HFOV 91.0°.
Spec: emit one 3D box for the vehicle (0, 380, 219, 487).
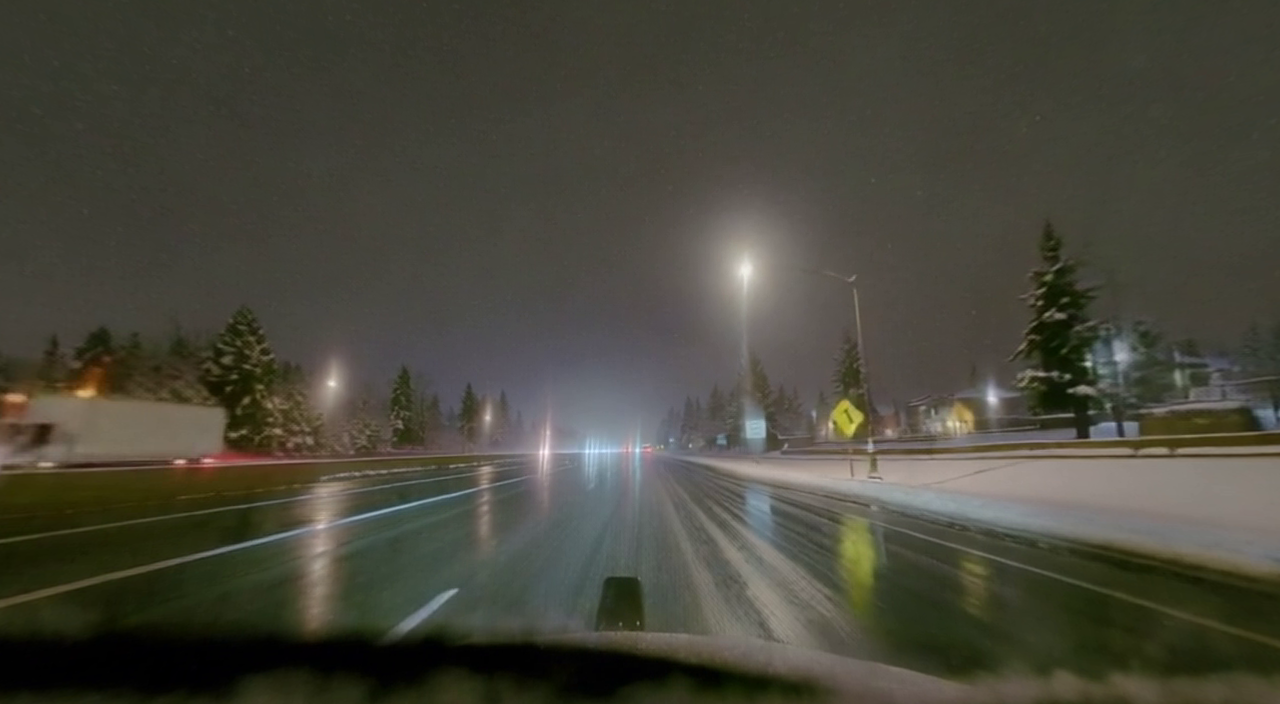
[{"bbox_3d":[-24.491,3.837,28.642,3.036,3.902,11.182,0,-9,-1],"label":"vehicle"}]
